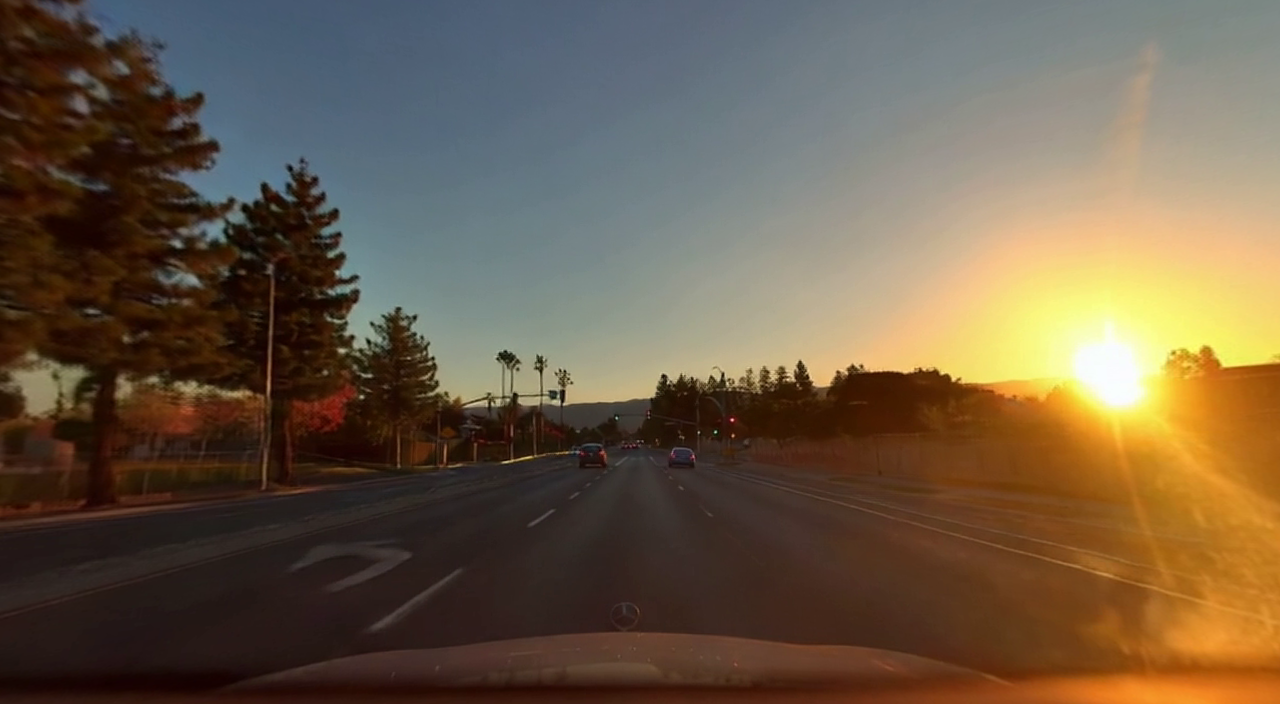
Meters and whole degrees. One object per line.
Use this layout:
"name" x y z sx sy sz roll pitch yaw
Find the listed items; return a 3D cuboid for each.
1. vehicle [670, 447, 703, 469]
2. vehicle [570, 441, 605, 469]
"vehicle" 3.288 7.604 45.304 2.105 1.490 4.008 0 -8 0
"vehicle" -3.577 7.087 43.623 2.078 1.832 4.746 0 -8 -1
